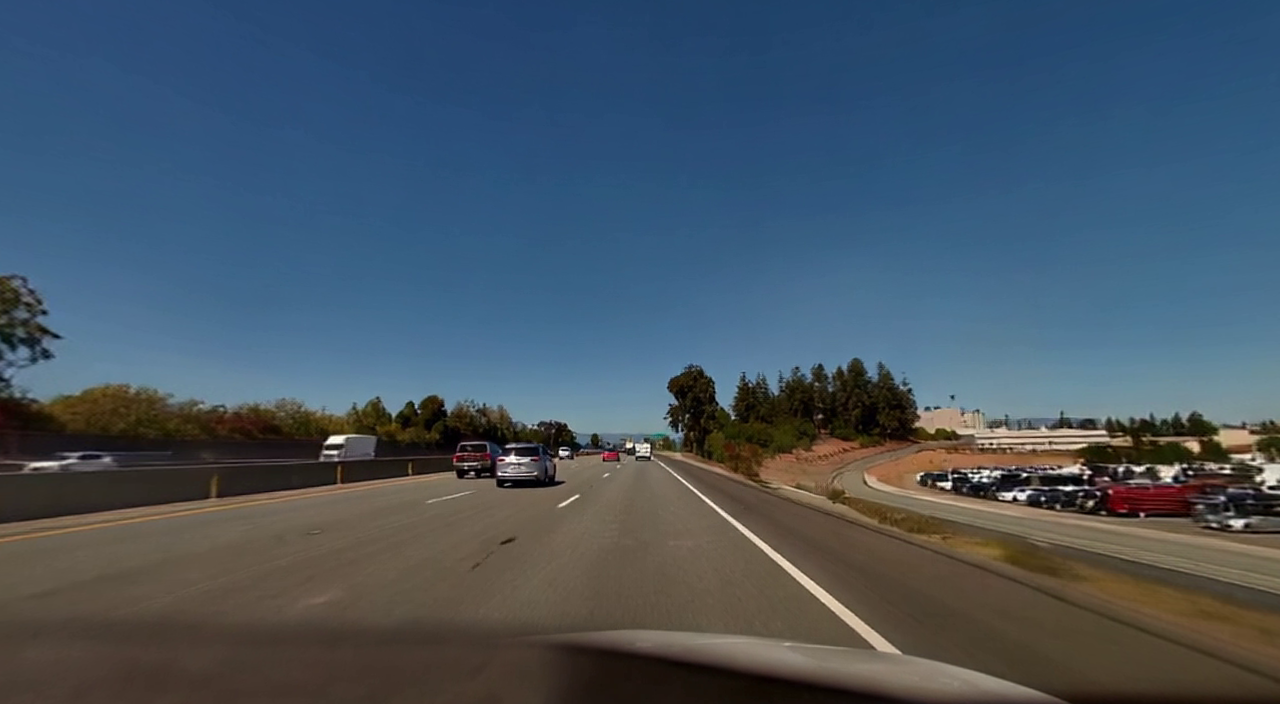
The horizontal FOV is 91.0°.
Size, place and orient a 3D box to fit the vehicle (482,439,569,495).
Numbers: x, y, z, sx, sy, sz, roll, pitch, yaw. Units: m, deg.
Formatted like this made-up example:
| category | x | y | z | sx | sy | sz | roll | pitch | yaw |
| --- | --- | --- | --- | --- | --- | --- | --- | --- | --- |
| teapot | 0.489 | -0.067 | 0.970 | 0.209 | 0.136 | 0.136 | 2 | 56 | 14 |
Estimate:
| category | x | y | z | sx | sy | sz | roll | pitch | yaw |
| --- | --- | --- | --- | --- | --- | --- | --- | --- | --- |
| vehicle | -3.754 | 3.853 | 21.445 | 2.070 | 1.665 | 4.213 | 0 | -9 | 2 |

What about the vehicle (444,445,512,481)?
| category | x | y | z | sx | sy | sz | roll | pitch | yaw |
| --- | --- | --- | --- | --- | --- | --- | --- | --- | --- |
| vehicle | -7.496 | 5.161 | 29.647 | 1.991 | 1.538 | 4.360 | 0 | -9 | 1 |

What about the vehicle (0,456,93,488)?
| category | x | y | z | sx | sy | sz | roll | pitch | yaw |
| --- | --- | --- | --- | --- | --- | --- | --- | --- | --- |
| vehicle | -33.274 | 6.542 | 34.682 | 1.869 | 1.517 | 4.794 | 0 | -9 | 1 |
